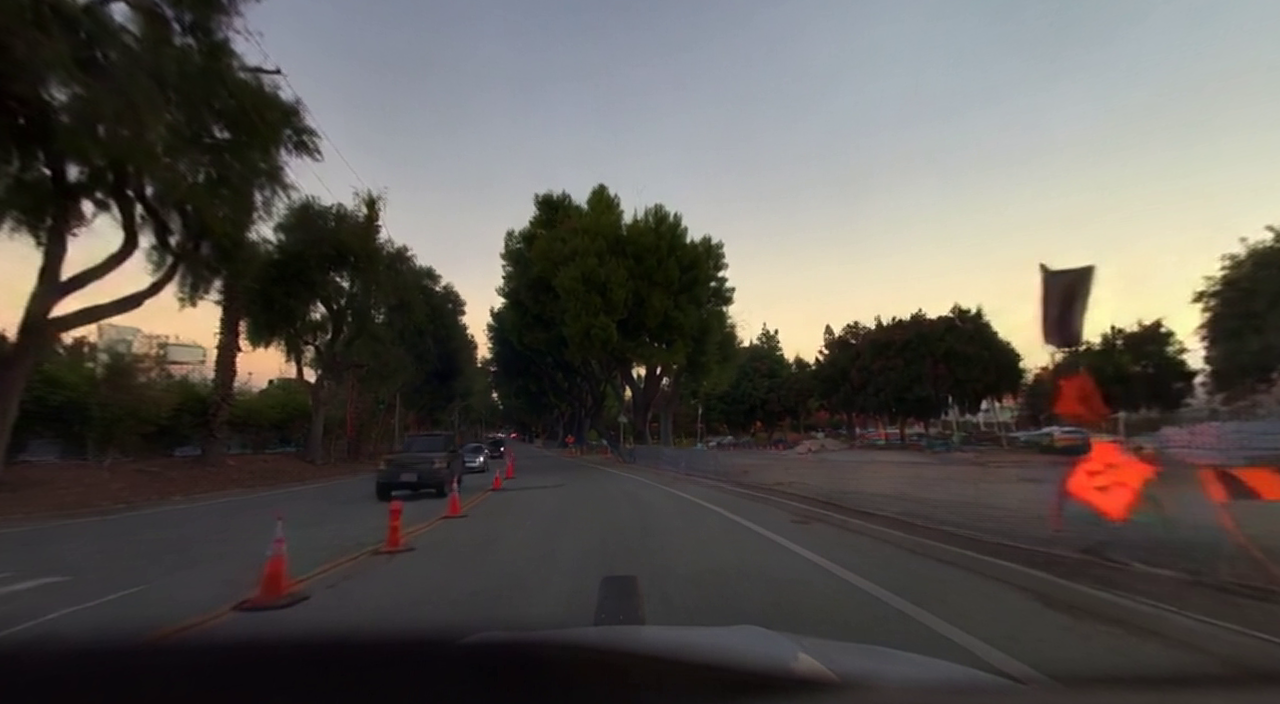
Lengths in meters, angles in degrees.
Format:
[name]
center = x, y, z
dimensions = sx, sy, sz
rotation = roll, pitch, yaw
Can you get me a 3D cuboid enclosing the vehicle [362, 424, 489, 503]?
[vehicle]
center = -5.767, 3.025, 17.676
dimensions = 2.193, 1.885, 4.474
rotation = 0, -8, -4
